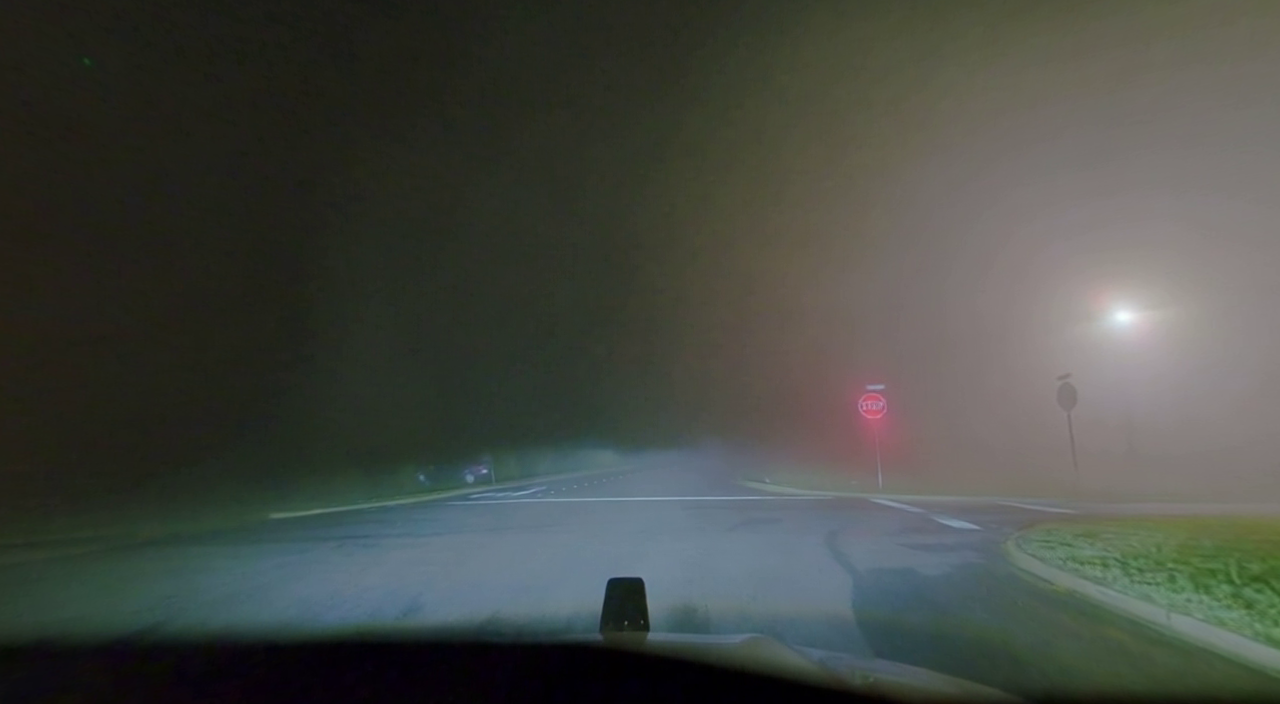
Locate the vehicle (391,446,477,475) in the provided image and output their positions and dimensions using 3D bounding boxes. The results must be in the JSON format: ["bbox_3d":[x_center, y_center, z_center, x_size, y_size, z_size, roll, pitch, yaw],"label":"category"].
[{"bbox_3d":[-12.685,6.682,39.015,4.590,1.735,1.973,-1,-9,3],"label":"vehicle"}]
